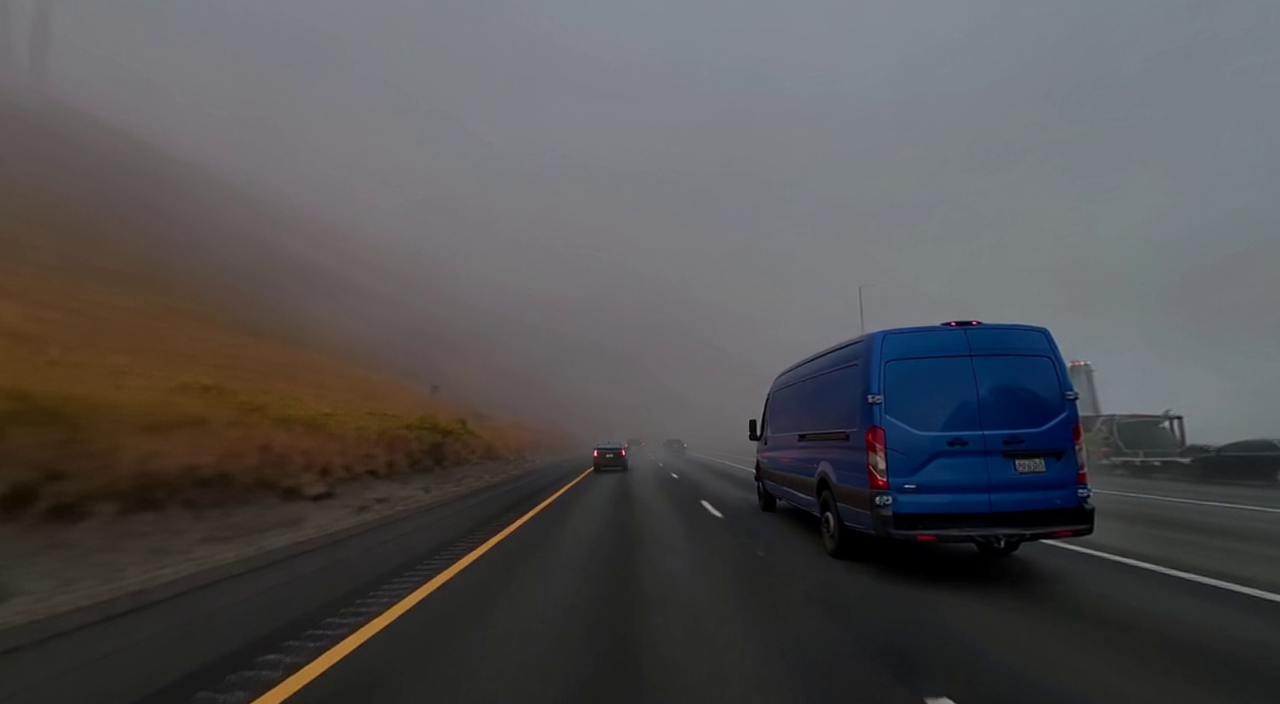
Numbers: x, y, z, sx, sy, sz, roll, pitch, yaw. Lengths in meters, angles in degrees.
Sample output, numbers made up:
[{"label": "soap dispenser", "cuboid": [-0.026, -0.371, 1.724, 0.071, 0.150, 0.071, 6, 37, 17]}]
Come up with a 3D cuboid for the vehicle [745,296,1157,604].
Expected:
[{"label": "vehicle", "cuboid": [3.121, 1.227, 8.335, 2.365, 2.630, 5.754, 0, -8, -1]}]

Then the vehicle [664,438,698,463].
[{"label": "vehicle", "cuboid": [2.934, 7.092, 45.770, 2.108, 1.717, 3.996, 0, -8, -1]}]

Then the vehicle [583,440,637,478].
[{"label": "vehicle", "cuboid": [-1.160, 4.402, 26.182, 2.082, 1.445, 3.826, 0, -8, -1]}]

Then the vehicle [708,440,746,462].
[{"label": "vehicle", "cuboid": [6.328, 7.250, 46.355, 1.958, 1.514, 4.930, 0, -8, -1]}]
